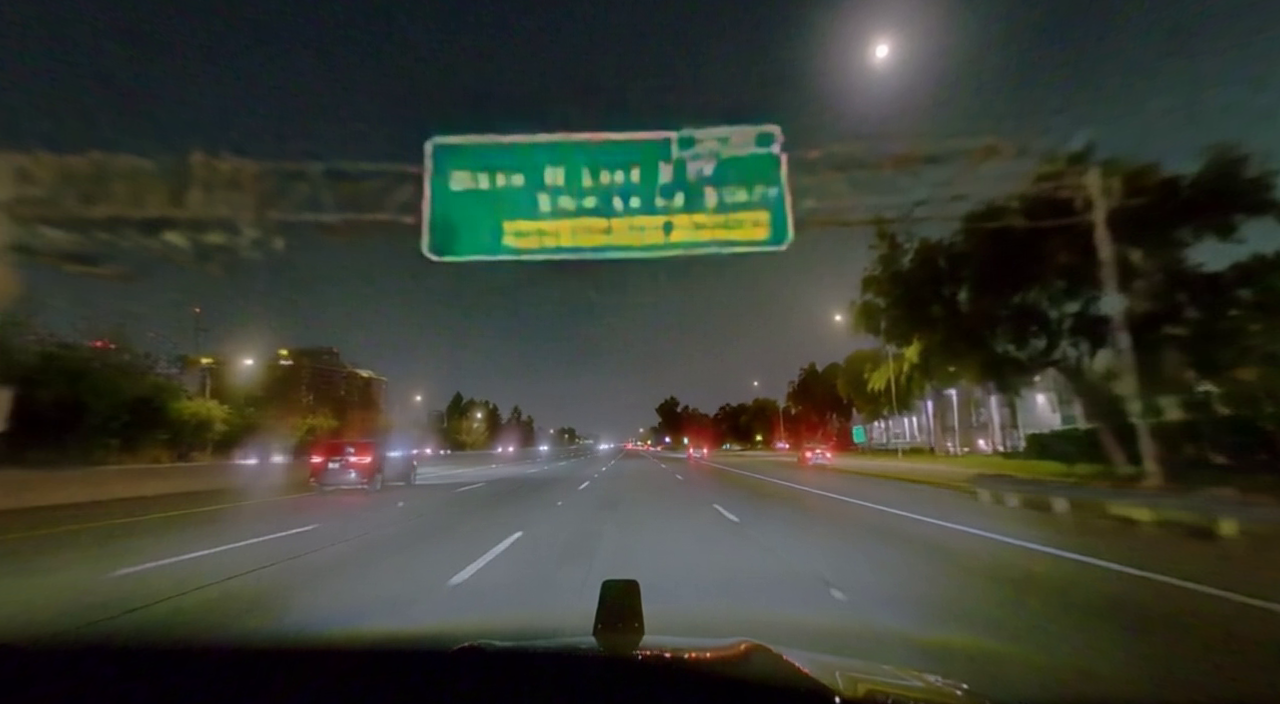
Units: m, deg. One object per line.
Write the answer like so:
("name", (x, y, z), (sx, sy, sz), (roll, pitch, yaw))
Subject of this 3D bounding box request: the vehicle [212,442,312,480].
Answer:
("vehicle", (-17.295, 4.956, 29.193), (1.824, 1.580, 4.407), (0, -8, 0))

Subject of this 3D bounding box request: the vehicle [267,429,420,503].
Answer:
("vehicle", (-7.796, 3.019, 17.184), (2.089, 1.724, 4.327), (0, -8, -1))
